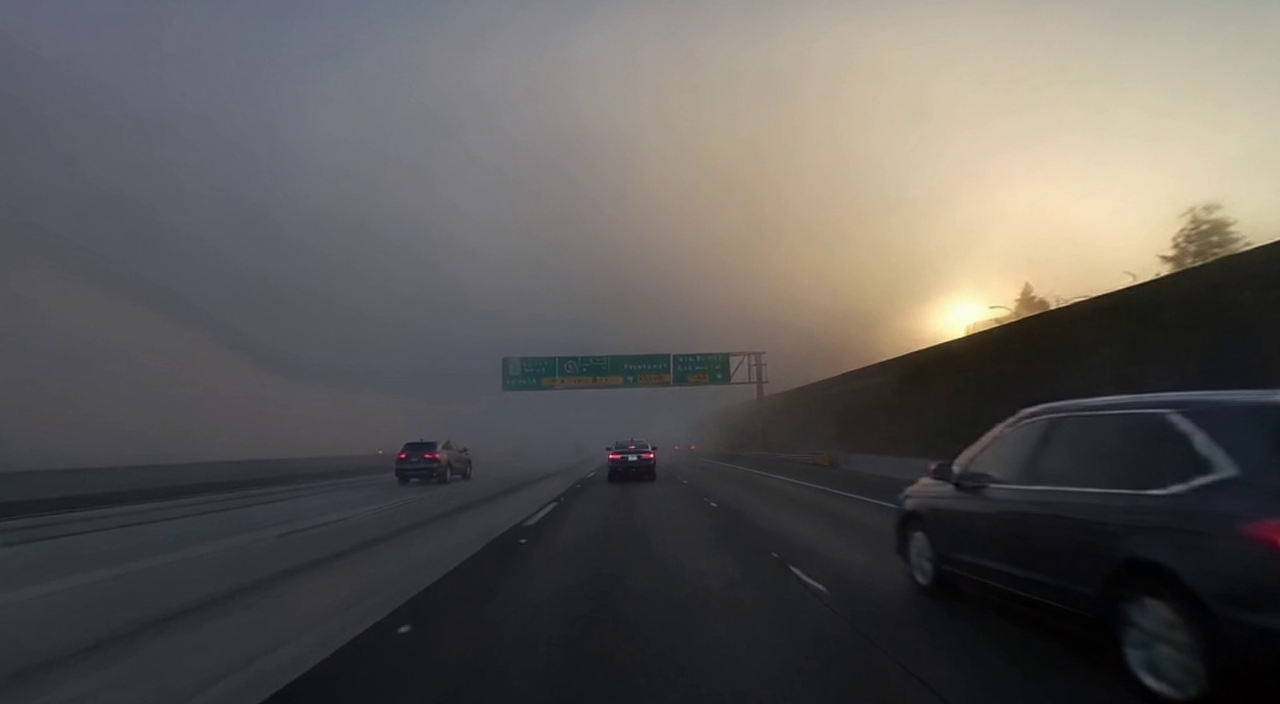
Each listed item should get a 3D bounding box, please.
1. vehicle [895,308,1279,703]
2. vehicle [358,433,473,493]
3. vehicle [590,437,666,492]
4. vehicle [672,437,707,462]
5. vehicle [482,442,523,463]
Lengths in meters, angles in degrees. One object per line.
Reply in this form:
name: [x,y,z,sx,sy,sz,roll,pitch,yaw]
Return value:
vehicle: [3.425,0.917,3.704,2.001,1.771,4.250,0,-8,-1]
vehicle: [-6.928,3.461,19.984,2.060,1.669,4.242,0,-8,0]
vehicle: [-0.325,3.346,19.067,2.042,1.446,4.269,0,-8,0]
vehicle: [3.565,7.077,46.042,2.100,1.707,4.342,0,-8,-2]
vehicle: [-10.555,7.776,48.819,2.019,1.510,4.992,0,-8,1]
